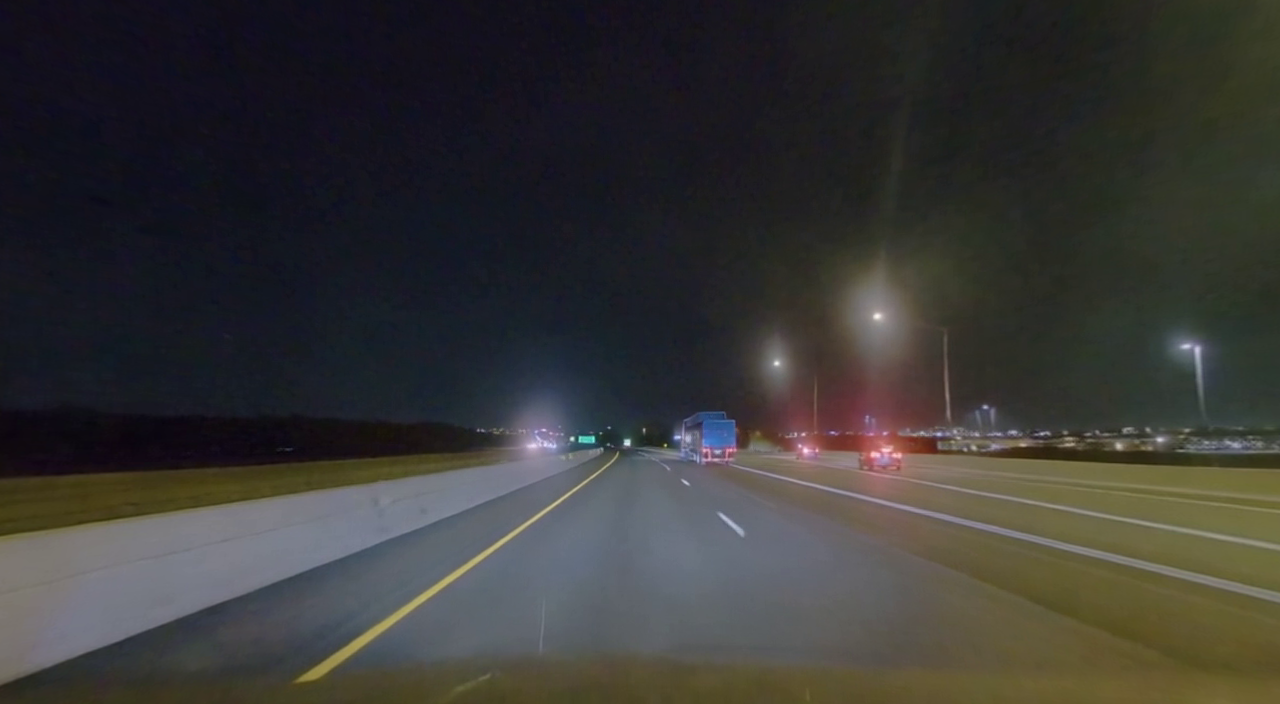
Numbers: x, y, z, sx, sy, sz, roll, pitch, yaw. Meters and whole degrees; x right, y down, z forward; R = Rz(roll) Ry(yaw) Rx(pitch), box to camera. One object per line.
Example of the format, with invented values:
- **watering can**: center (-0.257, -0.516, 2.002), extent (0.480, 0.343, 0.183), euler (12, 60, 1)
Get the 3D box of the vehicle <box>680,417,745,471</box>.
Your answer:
- **vehicle**: center (3.582, 4.764, 32.505), extent (2.430, 2.495, 6.062), euler (0, -8, -1)
